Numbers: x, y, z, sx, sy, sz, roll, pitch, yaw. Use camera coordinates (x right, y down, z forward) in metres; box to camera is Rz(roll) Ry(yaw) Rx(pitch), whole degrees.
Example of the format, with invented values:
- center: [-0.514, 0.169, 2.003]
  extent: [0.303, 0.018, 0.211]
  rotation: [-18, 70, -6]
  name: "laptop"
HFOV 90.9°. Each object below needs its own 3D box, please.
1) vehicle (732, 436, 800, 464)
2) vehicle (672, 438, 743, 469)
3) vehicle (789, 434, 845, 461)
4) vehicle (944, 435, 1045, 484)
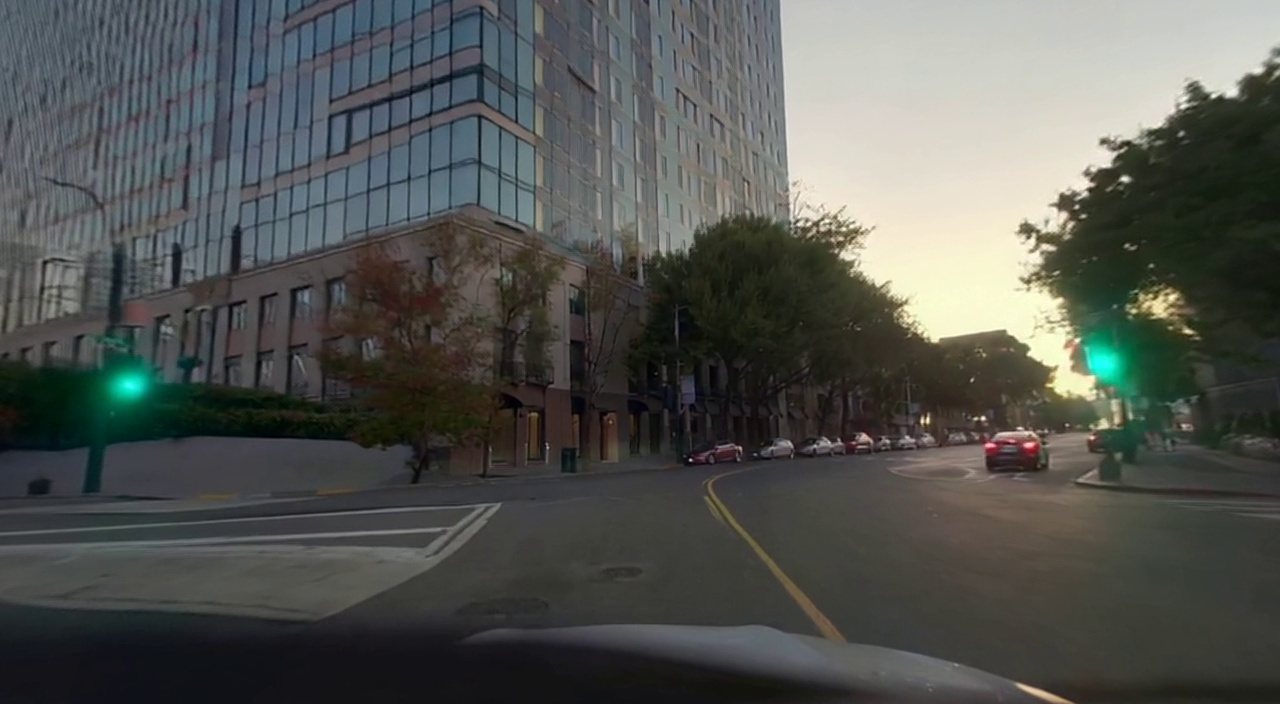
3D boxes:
- center: [8.107, 6.239, 40.254]
  extent: [2.179, 1.658, 4.765]
  rotation: [-7, -11, 40]
  name: "vehicle"
- center: [3.918, 5.759, 36.020]
  extent: [1.922, 1.628, 4.291]
  rotation: [-7, -11, 40]
  name: "vehicle"
- center: [10.684, 5.718, 37.880]
  extent: [1.852, 1.465, 4.092]
  rotation: [-6, -10, 36]
  name: "vehicle"
- center: [12.111, 3.666, 21.887]
  extent: [2.148, 1.488, 4.508]
  rotation: [-3, -9, 18]
  name: "vehicle"
